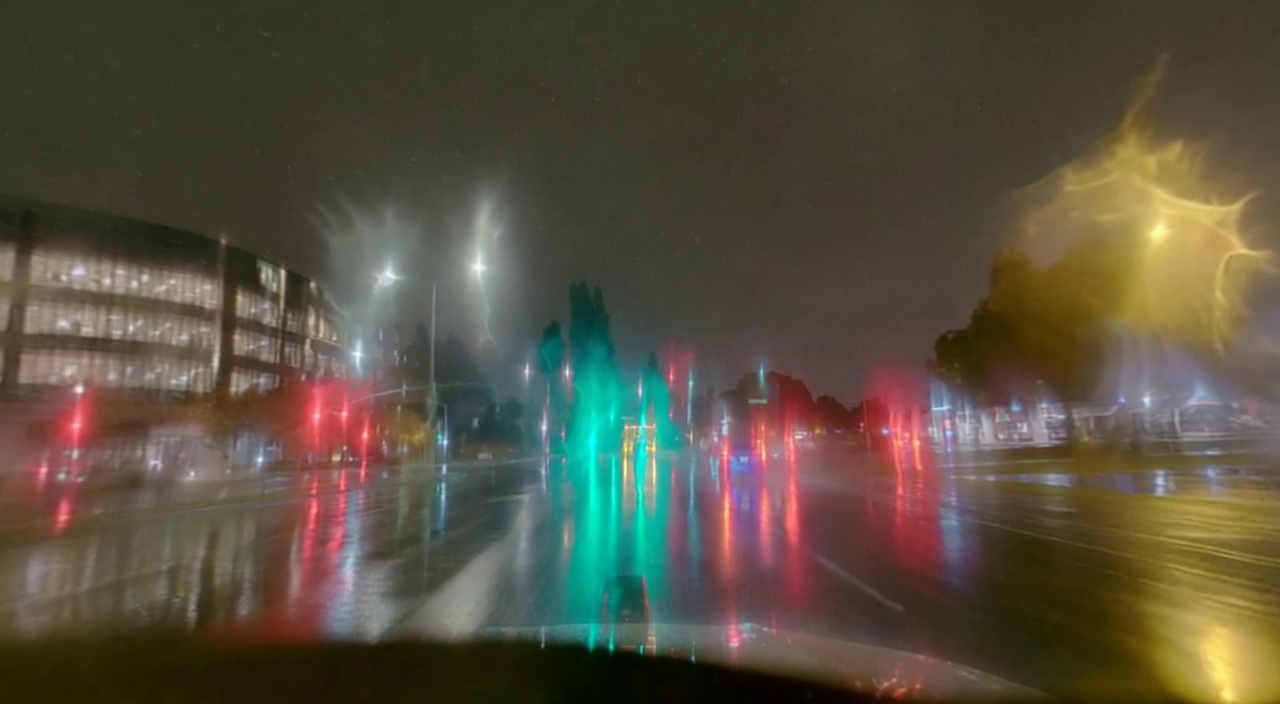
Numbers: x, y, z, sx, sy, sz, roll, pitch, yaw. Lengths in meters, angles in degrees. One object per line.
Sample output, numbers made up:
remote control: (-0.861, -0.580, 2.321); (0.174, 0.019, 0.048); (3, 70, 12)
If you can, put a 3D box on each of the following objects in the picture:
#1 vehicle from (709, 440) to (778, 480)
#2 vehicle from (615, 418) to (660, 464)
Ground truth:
vehicle: (4.122, 4.385, 25.933); (2.005, 1.442, 4.675); (0, -8, -1)
vehicle: (-0.134, 6.143, 43.401); (2.833, 2.879, 6.572); (0, -8, 0)
